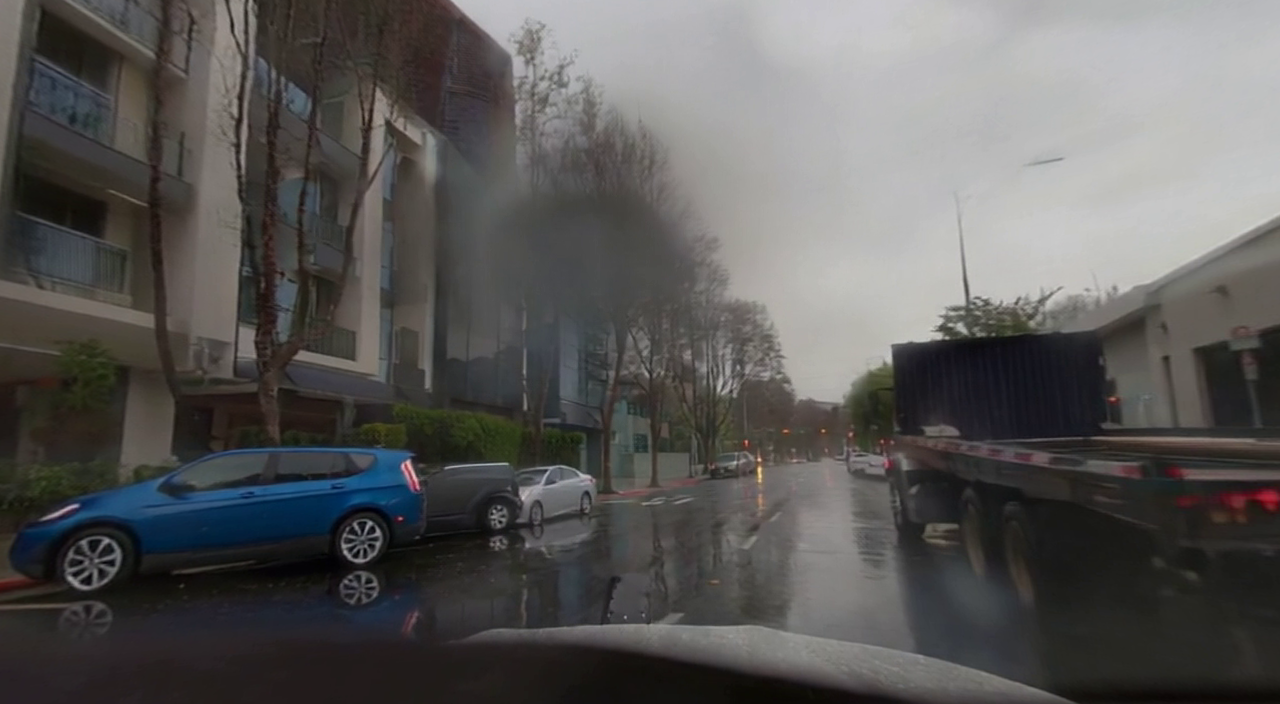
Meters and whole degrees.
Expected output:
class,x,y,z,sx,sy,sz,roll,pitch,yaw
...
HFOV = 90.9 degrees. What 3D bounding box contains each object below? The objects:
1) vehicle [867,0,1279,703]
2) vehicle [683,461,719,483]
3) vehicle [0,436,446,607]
class,x,y,z,sx,sy,sz,roll,pitch,yaw
vehicle,5.149,0.660,8.866,3.320,4.034,11.553,-3,-9,19
vehicle,4.660,9.075,47.717,1.798,1.459,4.306,-3,-9,17
vehicle,-5.599,2.177,9.012,5.022,1.872,2.137,4,-10,-27
